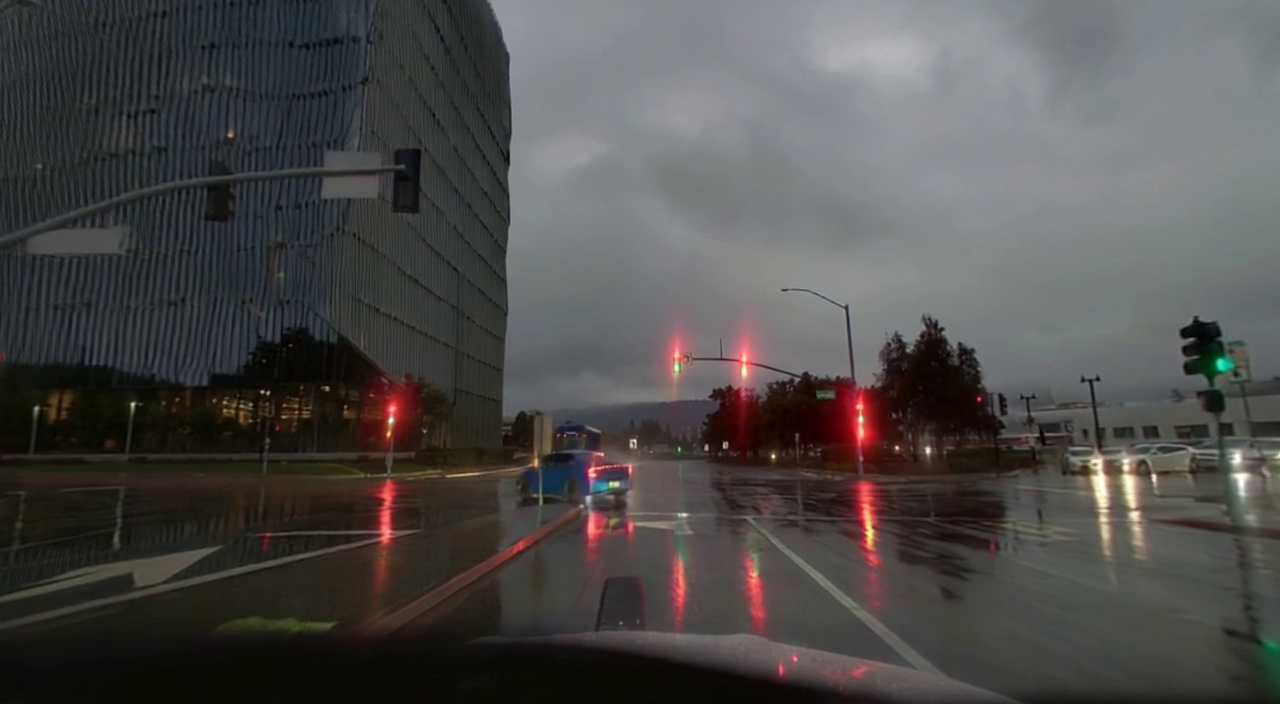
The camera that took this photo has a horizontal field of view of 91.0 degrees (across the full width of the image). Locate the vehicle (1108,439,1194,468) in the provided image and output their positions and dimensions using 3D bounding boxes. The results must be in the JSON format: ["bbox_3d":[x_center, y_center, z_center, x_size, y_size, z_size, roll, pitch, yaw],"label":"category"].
[{"bbox_3d":[27.822,5.540,34.439,1.816,1.476,3.652,0,-9,4],"label":"vehicle"}]

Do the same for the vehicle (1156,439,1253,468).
[{"bbox_3d":[30.370,5.453,34.037,1.946,1.467,3.670,0,-9,4],"label":"vehicle"}]

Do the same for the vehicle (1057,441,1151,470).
[{"bbox_3d":[25.491,5.698,34.788,2.021,1.484,4.454,0,-9,4],"label":"vehicle"}]

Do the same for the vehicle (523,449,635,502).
[{"bbox_3d":[-2.111,3.995,20.843,2.014,1.525,4.197,6,-10,-32],"label":"vehicle"}]
